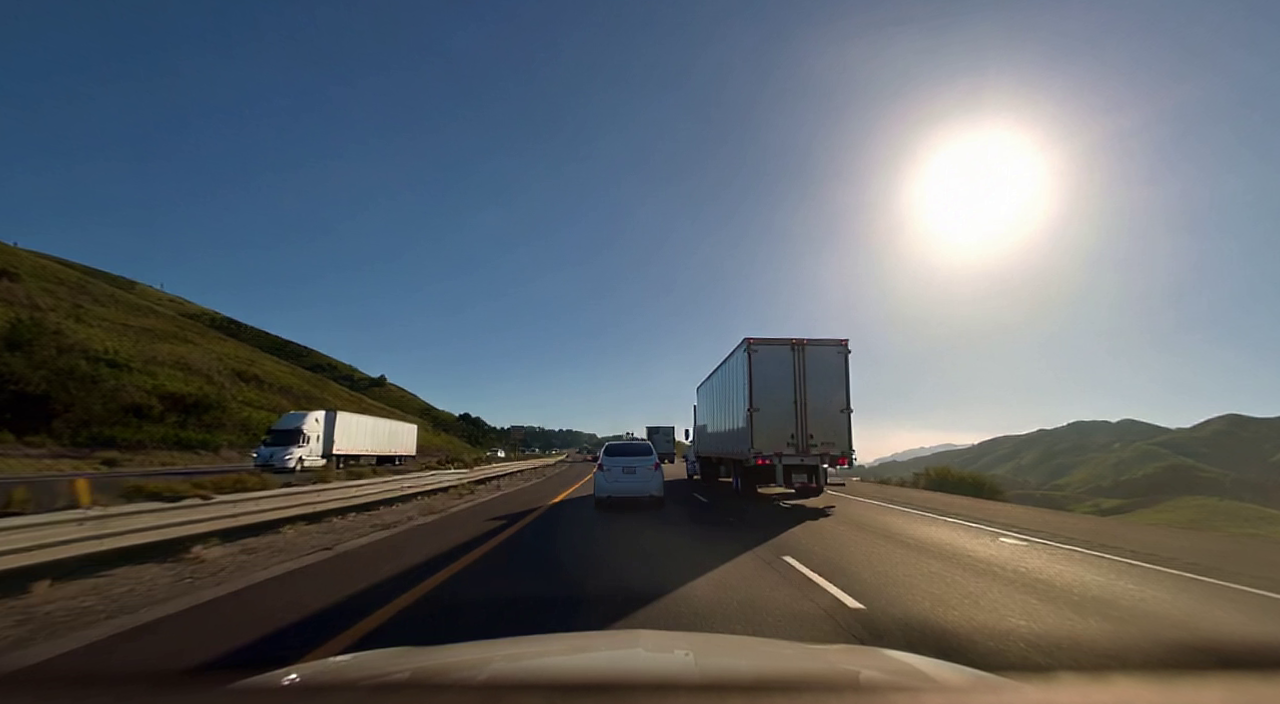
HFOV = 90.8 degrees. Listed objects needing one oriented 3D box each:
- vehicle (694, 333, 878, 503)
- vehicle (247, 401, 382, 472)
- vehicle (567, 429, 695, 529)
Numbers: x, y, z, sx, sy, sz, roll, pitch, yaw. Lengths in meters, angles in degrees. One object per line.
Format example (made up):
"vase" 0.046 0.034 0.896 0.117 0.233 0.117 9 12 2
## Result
"vehicle" 4.023 2.620 21.935 2.812 4.024 14.098 0 -9 -1
"vehicle" -19.869 5.421 39.672 2.962 3.847 10.654 0 -9 -1
"vehicle" -0.179 2.410 12.415 2.109 1.639 3.768 0 -9 -1
